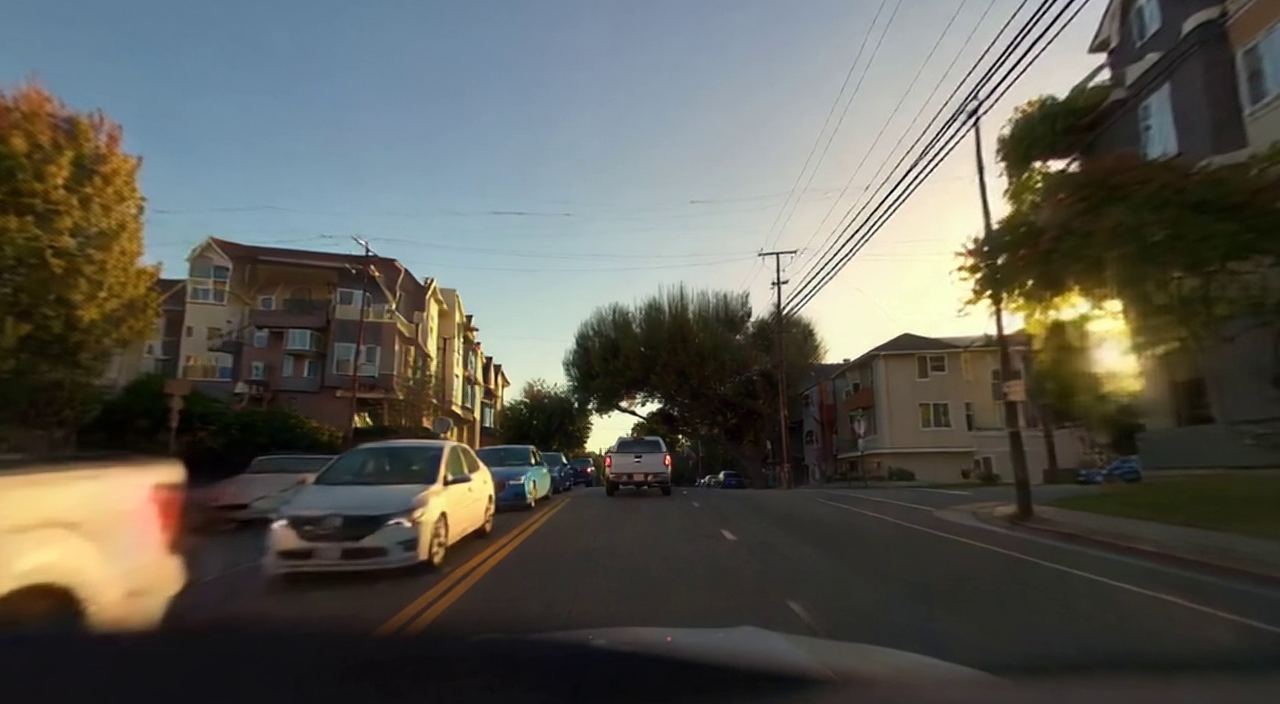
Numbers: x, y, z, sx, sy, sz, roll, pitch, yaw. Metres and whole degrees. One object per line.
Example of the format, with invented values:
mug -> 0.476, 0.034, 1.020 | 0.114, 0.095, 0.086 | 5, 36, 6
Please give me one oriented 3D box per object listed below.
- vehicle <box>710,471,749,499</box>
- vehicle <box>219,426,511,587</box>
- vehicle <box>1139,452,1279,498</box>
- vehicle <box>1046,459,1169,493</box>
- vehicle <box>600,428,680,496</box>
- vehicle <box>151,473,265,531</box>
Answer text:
vehicle -> 6.133, 9.180, 43.831 | 2.023, 1.611, 4.614 | 0, -9, 0
vehicle -> -3.033, 1.773, 8.076 | 1.893, 1.518, 4.024 | 0, -9, 0
vehicle -> 19.658, 4.106, 21.156 | 4.205, 1.381, 1.872 | -1, -11, 0
vehicle -> 21.918, 5.791, 29.721 | 4.262, 1.474, 1.929 | 0, -9, -2
vehicle -> 0.037, 3.590, 20.734 | 2.308, 1.940, 4.125 | -1, -10, 1
vehicle -> -20.962, 7.233, 30.748 | 3.957, 1.902, 2.121 | -10, -7, 0
